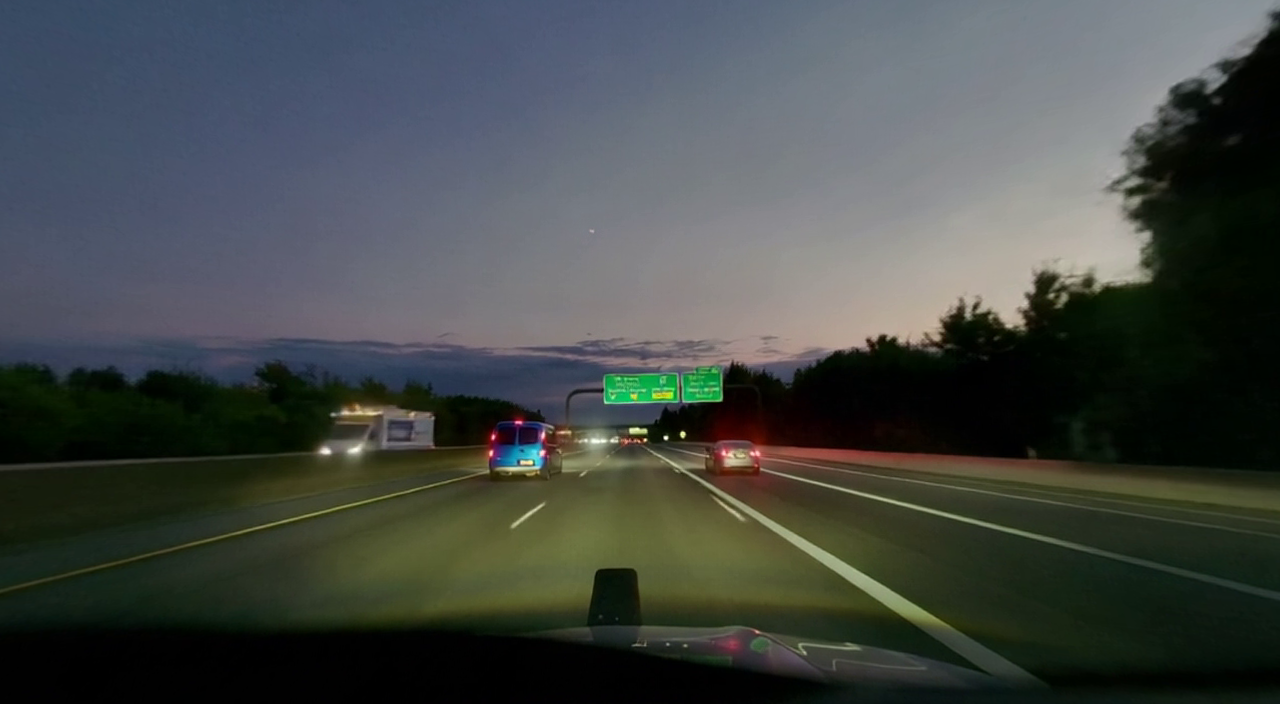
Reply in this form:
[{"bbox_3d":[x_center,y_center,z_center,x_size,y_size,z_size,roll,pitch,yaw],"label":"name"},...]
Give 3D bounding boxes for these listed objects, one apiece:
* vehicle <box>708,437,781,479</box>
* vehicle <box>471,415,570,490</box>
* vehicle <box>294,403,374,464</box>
[{"bbox_3d":[3.907,4.006,24.240,2.020,1.464,3.803,1,-8,-2],"label":"vehicle"},{"bbox_3d":[-3.563,3.113,19.924,2.275,2.053,5.082,1,-8,-2],"label":"vehicle"},{"bbox_3d":[-20.314,5.458,42.150,2.937,3.848,4.375,0,-8,0],"label":"vehicle"}]
